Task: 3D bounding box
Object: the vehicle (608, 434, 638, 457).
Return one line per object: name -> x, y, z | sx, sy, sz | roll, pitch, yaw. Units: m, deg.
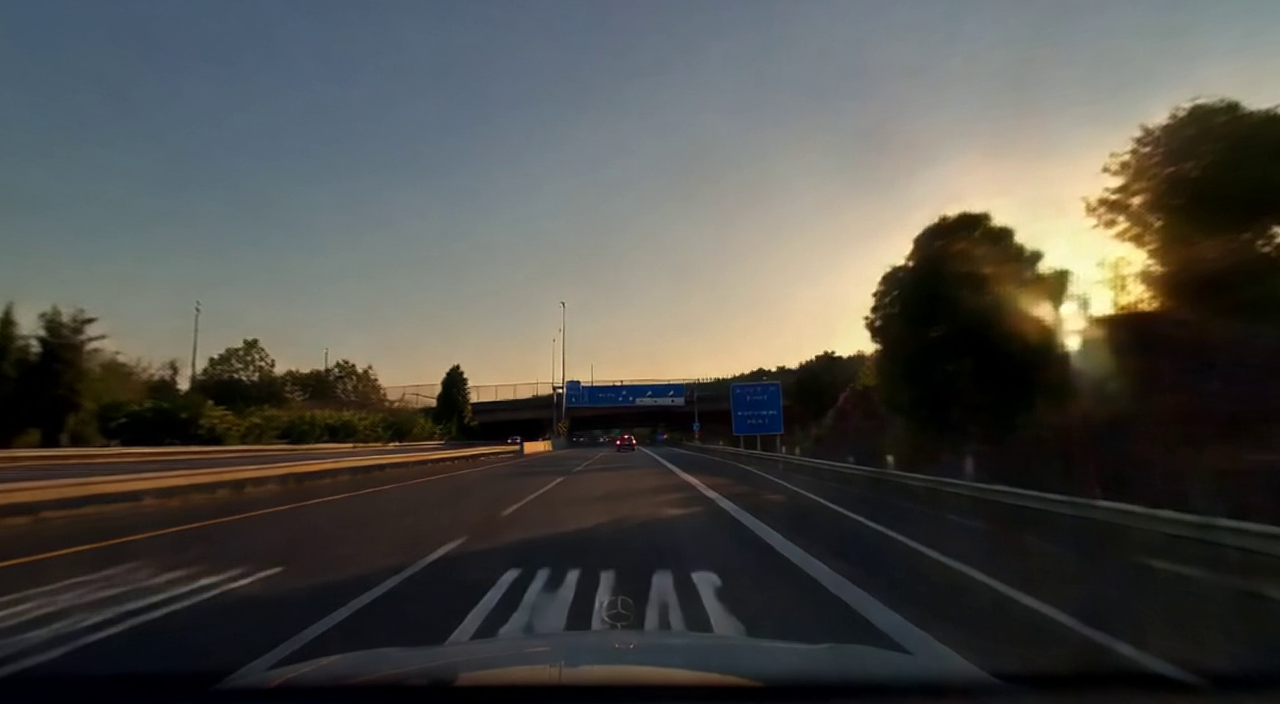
vehicle -> -1.164, 6.577, 44.245 | 2.025, 1.519, 3.924 | 0, -8, -1
